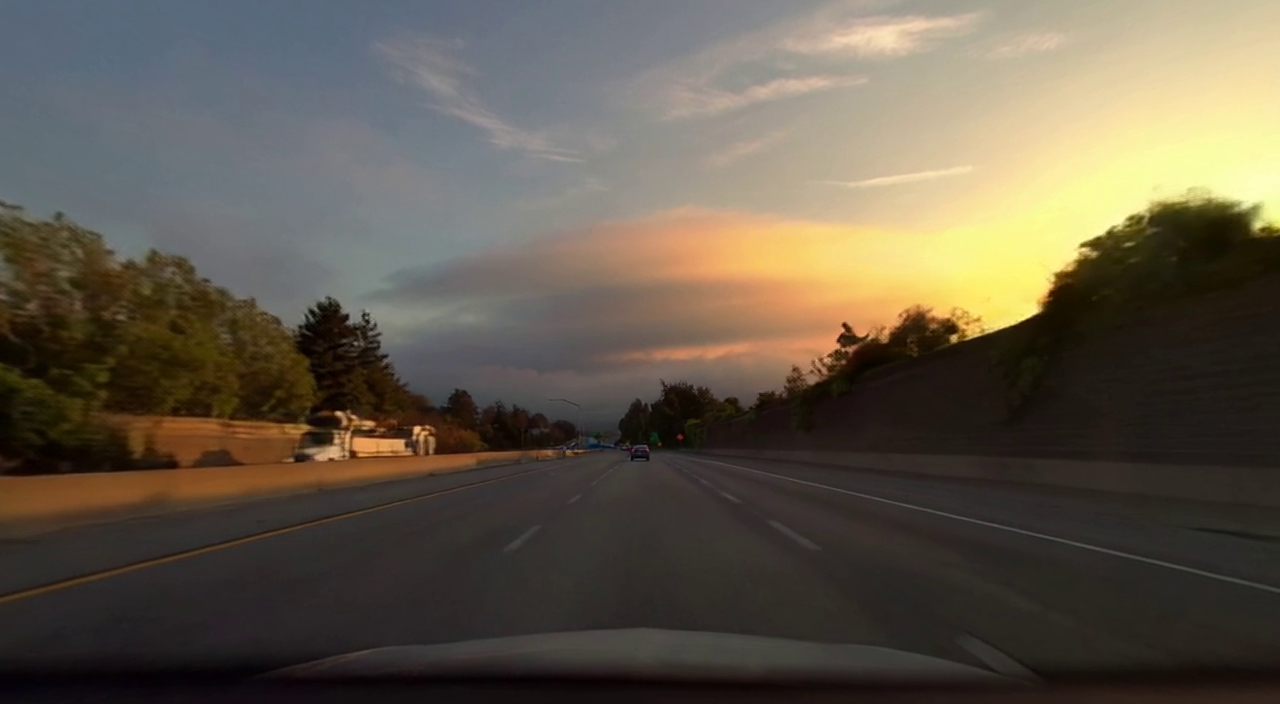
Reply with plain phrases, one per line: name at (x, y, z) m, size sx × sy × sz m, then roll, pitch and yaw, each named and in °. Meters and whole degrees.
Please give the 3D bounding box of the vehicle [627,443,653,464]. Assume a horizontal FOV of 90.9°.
vehicle at (0.004, 7.719, 47.887) m, size 1.873 × 1.529 × 3.953 m, roll 0°, pitch -9°, yaw 0°

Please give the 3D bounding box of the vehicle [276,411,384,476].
vehicle at (-19.914, 5.988, 41.212) m, size 2.984 × 3.802 × 7.929 m, roll 0°, pitch -9°, yaw -1°
